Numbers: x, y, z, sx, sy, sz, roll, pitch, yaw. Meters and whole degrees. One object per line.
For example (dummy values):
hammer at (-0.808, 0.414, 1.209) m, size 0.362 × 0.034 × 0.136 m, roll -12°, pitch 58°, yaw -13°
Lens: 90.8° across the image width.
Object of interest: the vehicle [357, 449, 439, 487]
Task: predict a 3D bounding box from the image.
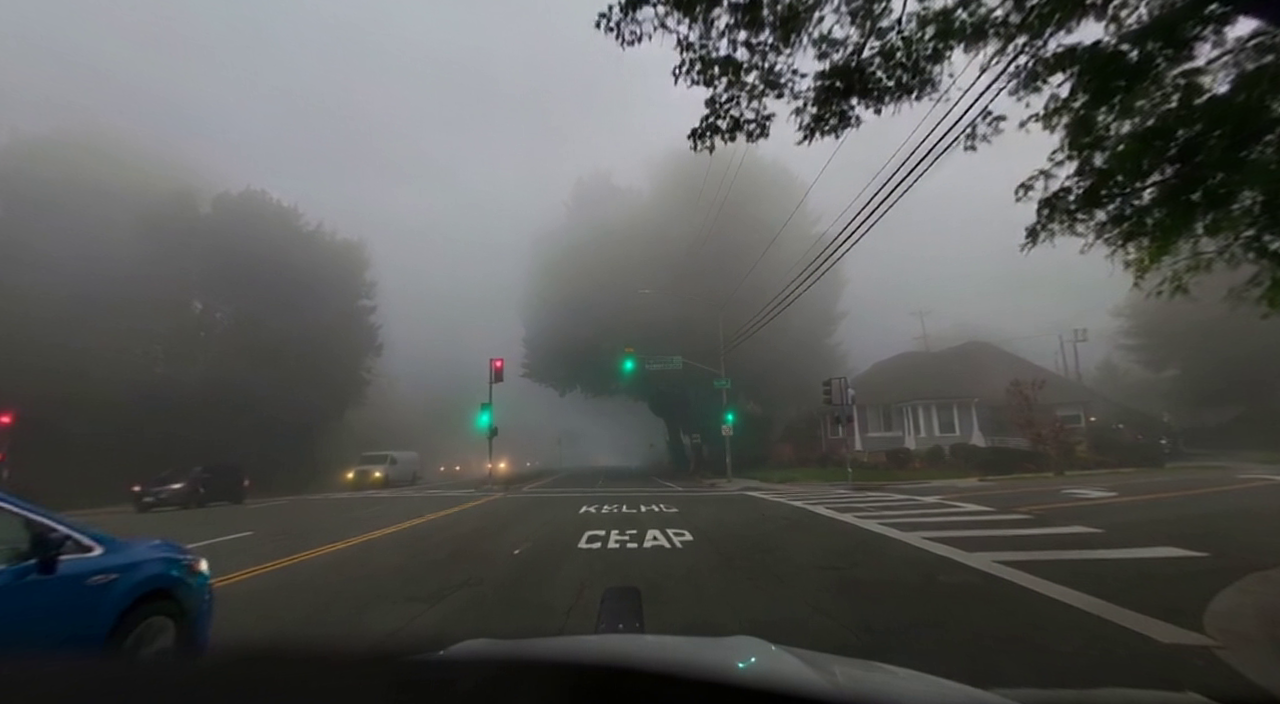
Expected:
vehicle at (-13.318, 6.392, 35.284) m, size 2.301 × 1.921 × 5.793 m, roll 0°, pitch -9°, yaw 0°

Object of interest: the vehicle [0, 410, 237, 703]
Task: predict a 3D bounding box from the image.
vehicle at (-3.672, 0.891, 1.852) m, size 1.980 × 1.508 × 4.502 m, roll 0°, pitch -9°, yaw 0°
